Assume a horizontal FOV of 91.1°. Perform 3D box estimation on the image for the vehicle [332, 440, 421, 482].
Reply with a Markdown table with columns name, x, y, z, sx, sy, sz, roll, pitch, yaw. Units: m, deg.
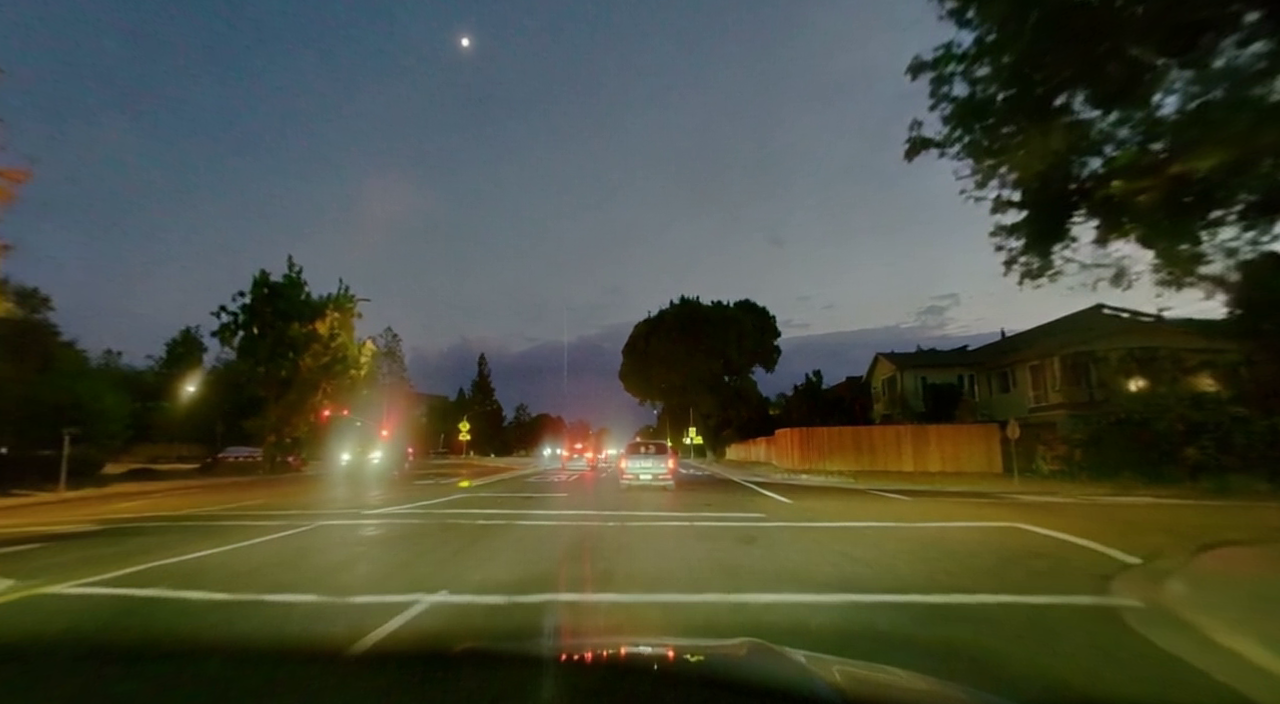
| name | x | y | z | sx | sy | sz | roll | pitch | yaw |
| --- | --- | --- | --- | --- | --- | --- | --- | --- | --- |
| vehicle | -11.530 | 4.792 | 27.822 | 2.103 | 1.679 | 4.199 | 0 | -8 | -1 |

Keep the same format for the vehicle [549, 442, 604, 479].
| name | x | y | z | sx | sy | sz | roll | pitch | yaw |
| --- | --- | --- | --- | --- | --- | --- | --- | --- | --- |
| vehicle | -3.153 | 5.460 | 32.139 | 2.067 | 1.546 | 4.988 | 2 | -7 | 2 |

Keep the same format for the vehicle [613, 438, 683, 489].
| name | x | y | z | sx | sy | sz | roll | pitch | yaw |
| --- | --- | --- | --- | --- | --- | --- | --- | --- | --- |
| vehicle | 0.286 | 3.953 | 22.585 | 2.290 | 1.653 | 4.127 | 0 | -9 | 1 |

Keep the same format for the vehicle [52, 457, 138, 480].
| name | x | y | z | sx | sy | sz | roll | pitch | yaw |
| --- | --- | --- | --- | --- | --- | --- | --- | --- | --- |
| vehicle | -41.234 | 8.790 | 47.594 | 4.724 | 1.597 | 2.191 | 8 | -11 | -41 |
